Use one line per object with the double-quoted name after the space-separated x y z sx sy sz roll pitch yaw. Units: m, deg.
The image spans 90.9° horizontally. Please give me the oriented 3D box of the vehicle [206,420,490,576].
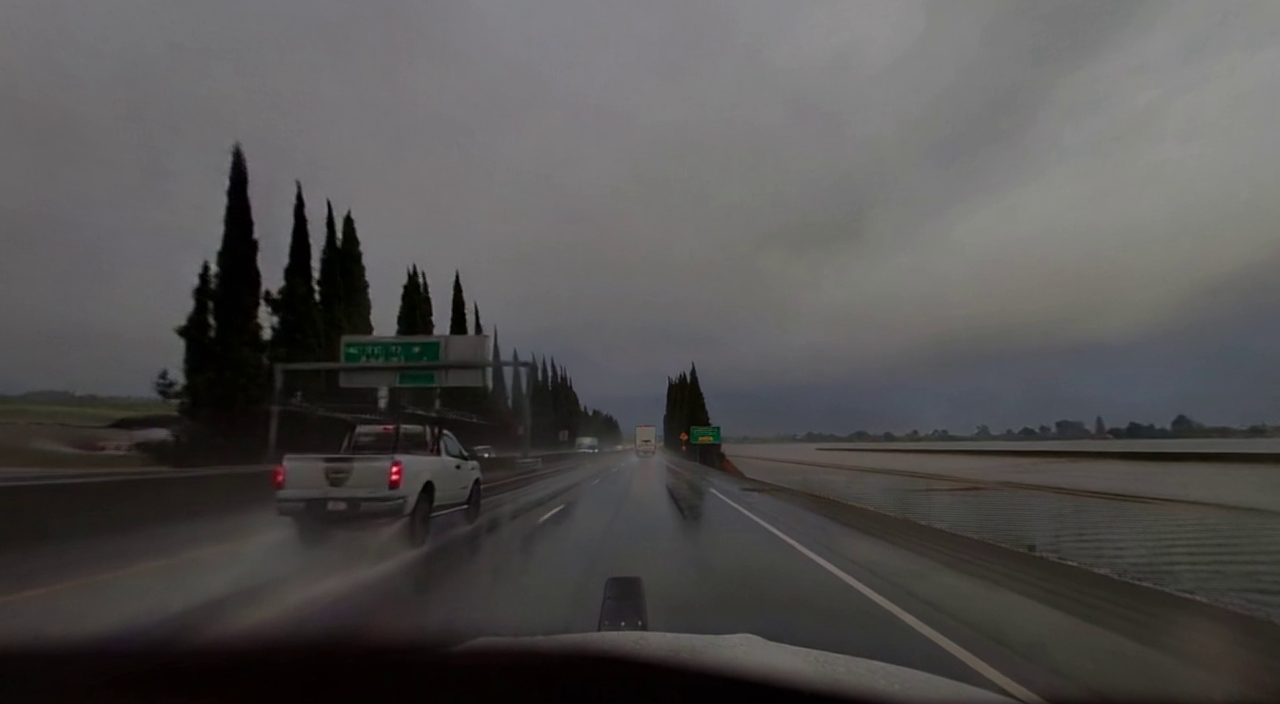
-3.594 1.863 8.766 2.009 1.638 3.968 0 -9 0 "vehicle"
